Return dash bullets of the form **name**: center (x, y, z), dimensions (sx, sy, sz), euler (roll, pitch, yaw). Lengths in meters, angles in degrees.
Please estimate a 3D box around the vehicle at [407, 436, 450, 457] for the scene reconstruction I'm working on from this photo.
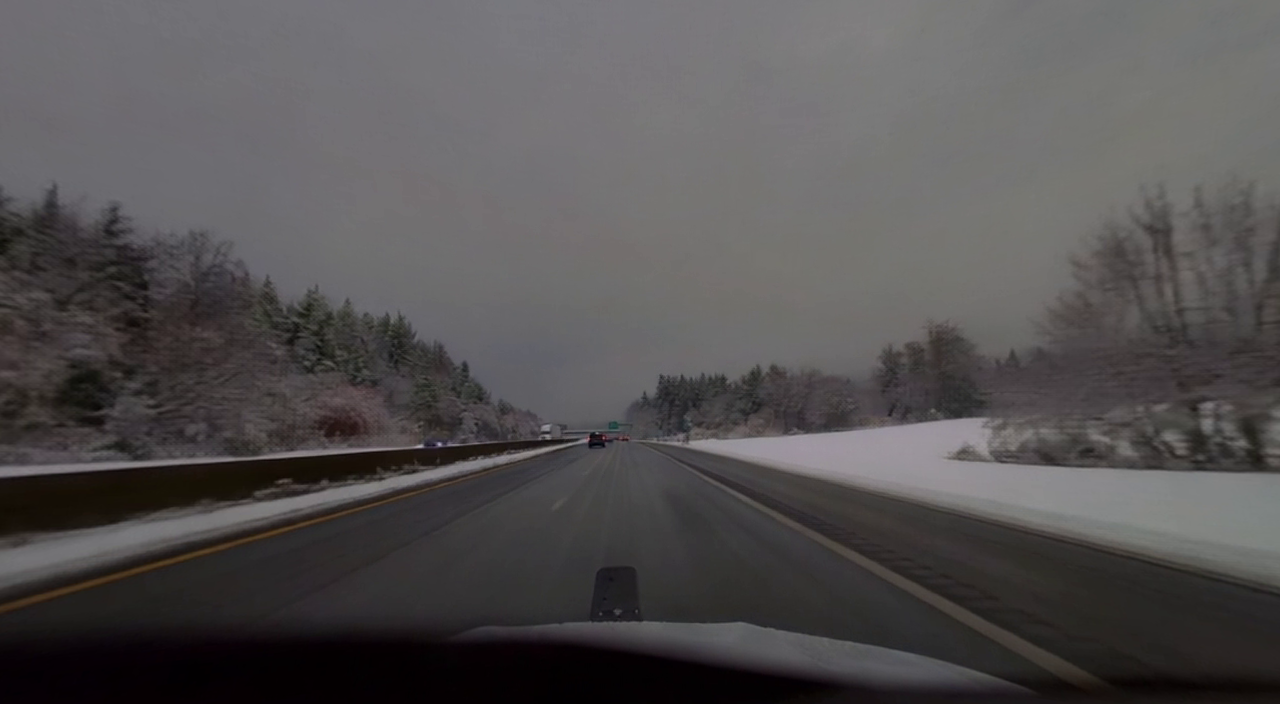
- **vehicle**: center (-15.598, 6.970, 46.542), dimensions (1.836, 1.507, 4.073), euler (0, -8, -1)
